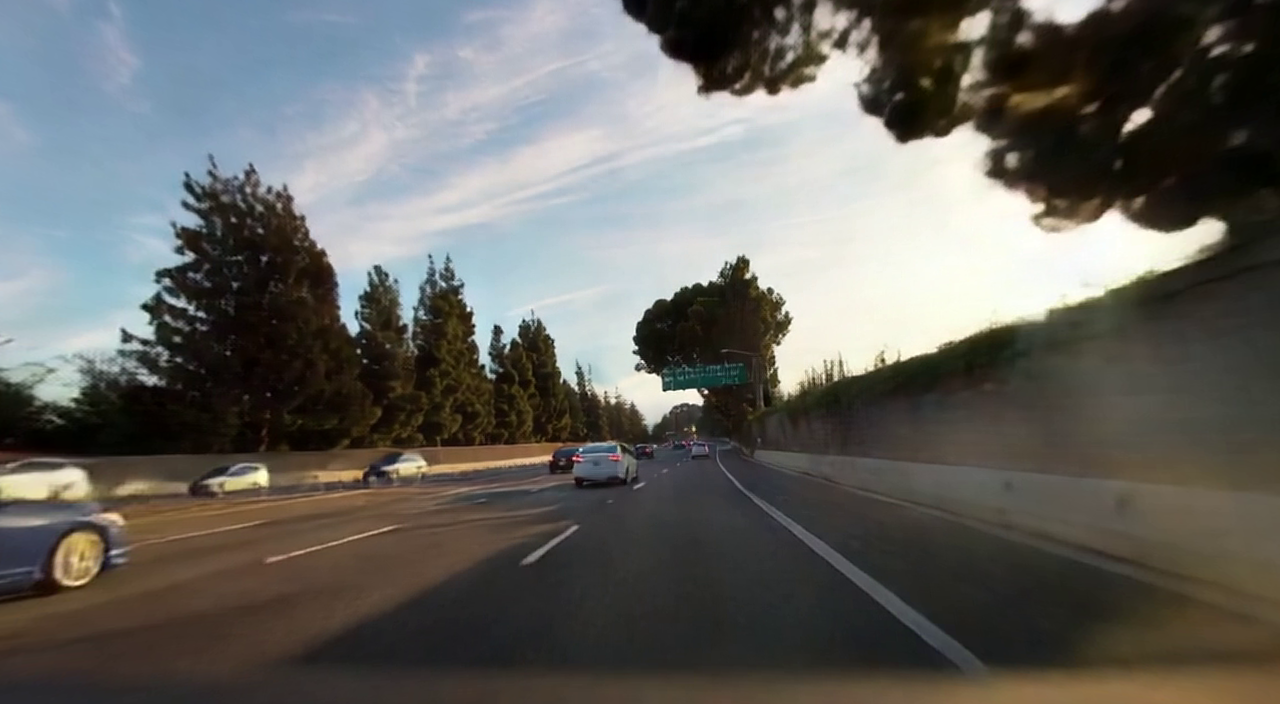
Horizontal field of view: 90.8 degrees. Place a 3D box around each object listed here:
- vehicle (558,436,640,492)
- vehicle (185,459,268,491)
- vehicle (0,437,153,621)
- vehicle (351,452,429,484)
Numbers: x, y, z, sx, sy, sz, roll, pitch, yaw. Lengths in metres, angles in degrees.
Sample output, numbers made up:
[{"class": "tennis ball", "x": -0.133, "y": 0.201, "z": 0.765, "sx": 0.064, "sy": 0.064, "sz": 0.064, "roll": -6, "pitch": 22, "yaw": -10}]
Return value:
[{"class": "vehicle", "x": -1.263, "y": 3.742, "z": 21.453, "sx": 2.082, "sy": 1.638, "sz": 4.644, "roll": -2, "pitch": -9, "yaw": 5}, {"class": "vehicle", "x": -22.573, "y": 6.683, "z": 34.668, "sx": 1.774, "sy": 1.542, "sz": 3.835, "roll": -1, "pitch": -9, "yaw": 4}, {"class": "vehicle", "x": -6.177, "y": 1.302, "z": 4.184, "sx": 1.981, "sy": 1.460, "sz": 4.792, "roll": -1, "pitch": -9, "yaw": 2}, {"class": "vehicle", "x": -12.579, "y": 5.848, "z": 32.082, "sx": 1.832, "sy": 1.437, "sz": 4.523, "roll": -1, "pitch": -9, "yaw": 4}]
